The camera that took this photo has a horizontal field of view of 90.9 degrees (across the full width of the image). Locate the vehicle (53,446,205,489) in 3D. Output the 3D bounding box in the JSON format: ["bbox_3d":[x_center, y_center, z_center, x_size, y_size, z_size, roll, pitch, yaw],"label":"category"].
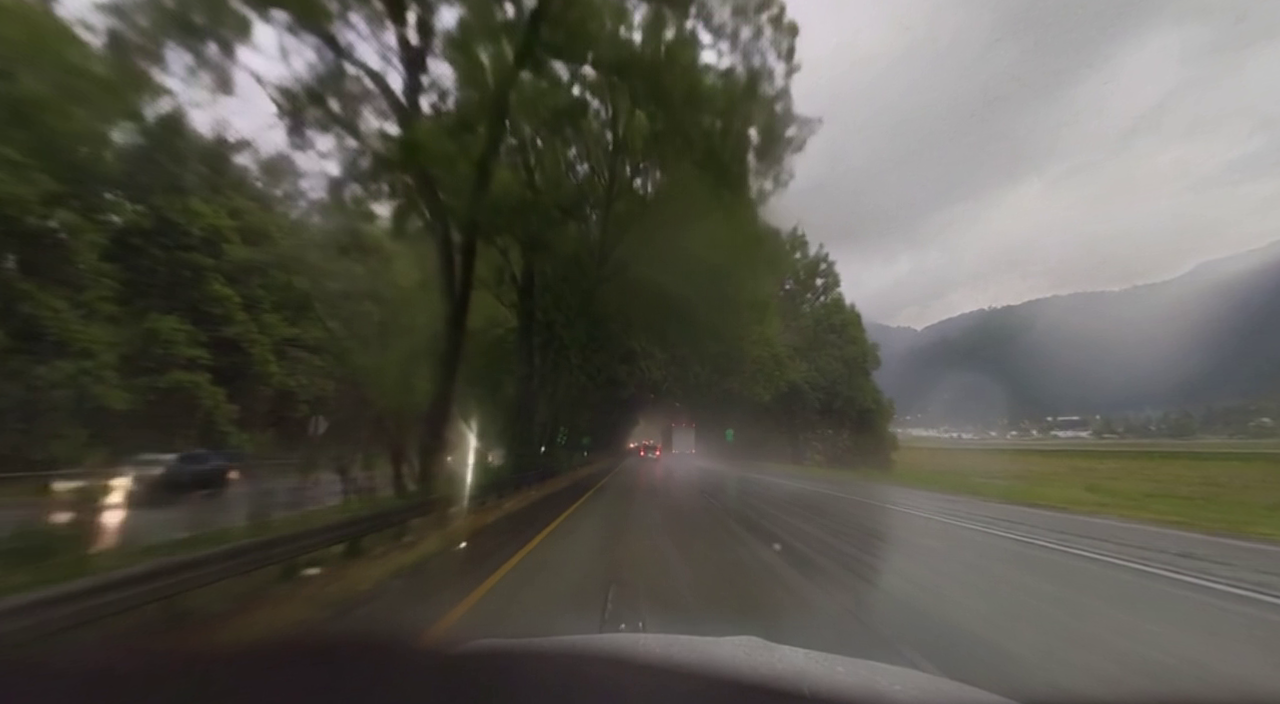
[{"bbox_3d":[-18.876,4.274,23.597,2.001,1.450,4.330,0,-9,1],"label":"vehicle"}]

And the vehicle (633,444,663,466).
[{"bbox_3d":[0.564,7.396,45.329,2.023,1.434,4.236,0,-9,1],"label":"vehicle"}]
